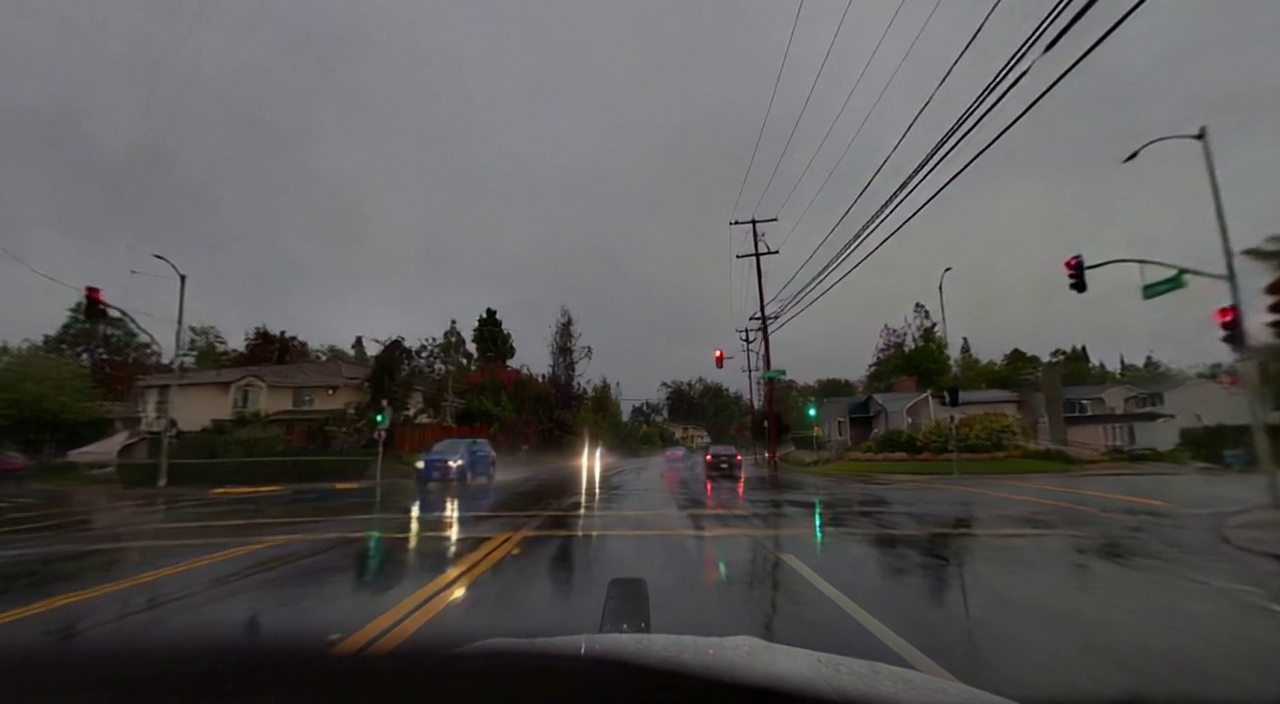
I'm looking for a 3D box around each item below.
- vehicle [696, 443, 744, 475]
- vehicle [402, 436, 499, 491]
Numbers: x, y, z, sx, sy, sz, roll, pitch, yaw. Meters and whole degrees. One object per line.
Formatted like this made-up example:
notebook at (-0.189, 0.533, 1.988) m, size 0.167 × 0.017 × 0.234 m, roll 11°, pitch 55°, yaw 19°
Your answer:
vehicle at (3.981, 5.389, 32.074) m, size 1.951 × 1.479 × 4.487 m, roll 0°, pitch -8°, yaw 1°
vehicle at (-6.610, 3.914, 22.542) m, size 1.959 × 1.741 × 4.393 m, roll 0°, pitch -8°, yaw 2°
